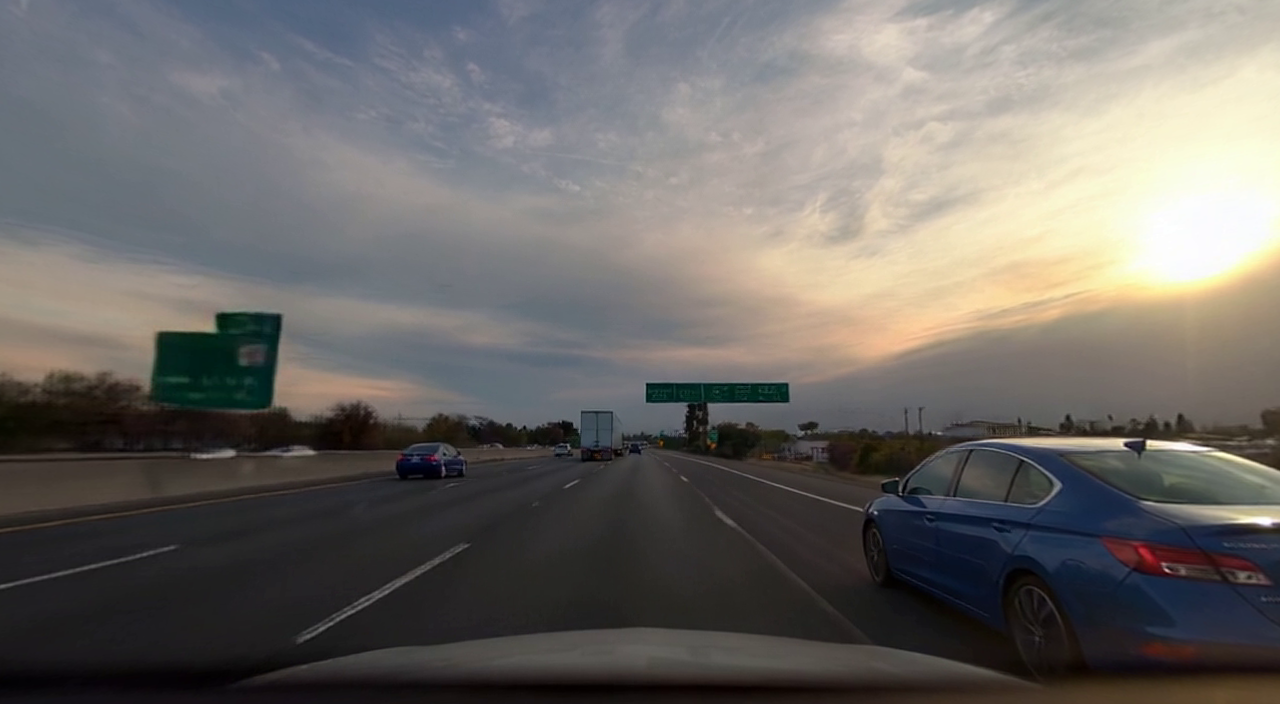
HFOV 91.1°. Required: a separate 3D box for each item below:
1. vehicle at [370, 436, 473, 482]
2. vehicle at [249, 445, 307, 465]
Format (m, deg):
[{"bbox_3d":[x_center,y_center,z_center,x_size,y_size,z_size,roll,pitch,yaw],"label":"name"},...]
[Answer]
[{"bbox_3d":[-7.594,3.748,22.358,1.901,1.467,4.629,0,-8,1],"label":"vehicle"},{"bbox_3d":[-28.738,8.156,49.985,1.783,1.447,4.651,0,-8,1],"label":"vehicle"}]
